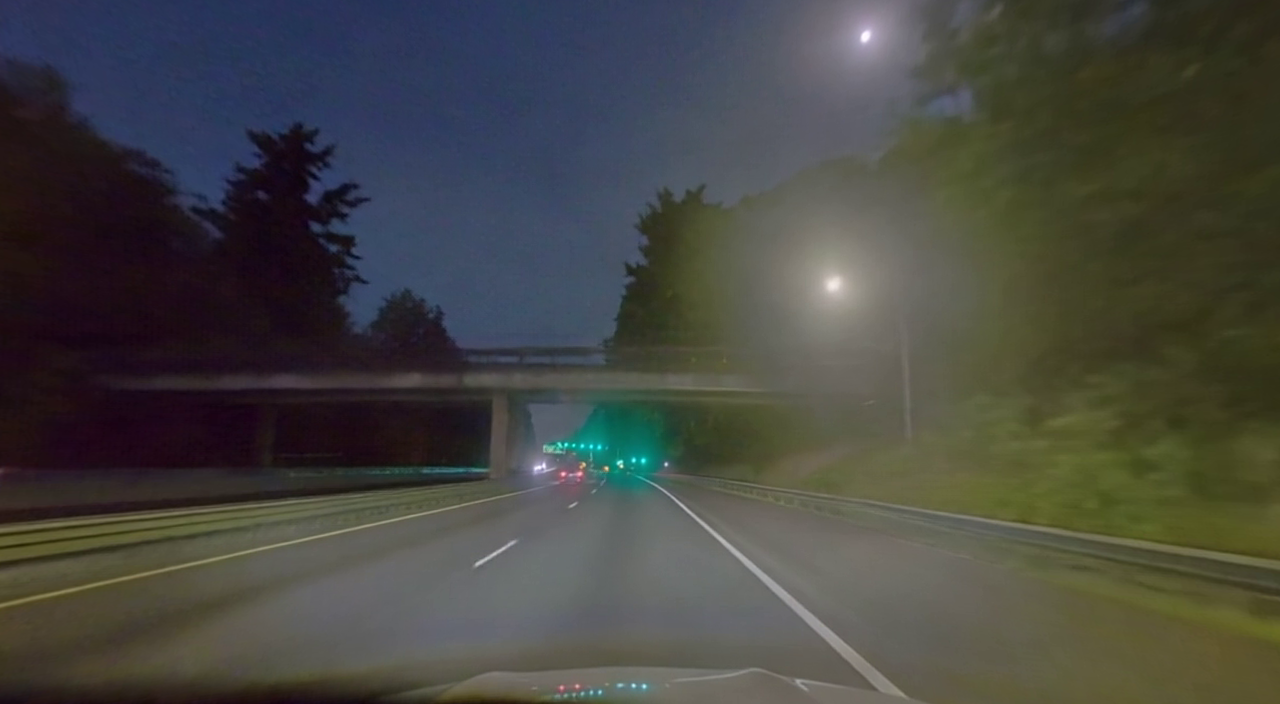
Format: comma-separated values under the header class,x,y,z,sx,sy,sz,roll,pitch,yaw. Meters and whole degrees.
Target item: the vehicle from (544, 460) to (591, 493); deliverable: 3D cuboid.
class,x,y,z,sx,sy,sz,roll,pitch,yaw
vehicle,-4.258,7.470,37.972,2.286,1.757,5.057,1,-11,-1
